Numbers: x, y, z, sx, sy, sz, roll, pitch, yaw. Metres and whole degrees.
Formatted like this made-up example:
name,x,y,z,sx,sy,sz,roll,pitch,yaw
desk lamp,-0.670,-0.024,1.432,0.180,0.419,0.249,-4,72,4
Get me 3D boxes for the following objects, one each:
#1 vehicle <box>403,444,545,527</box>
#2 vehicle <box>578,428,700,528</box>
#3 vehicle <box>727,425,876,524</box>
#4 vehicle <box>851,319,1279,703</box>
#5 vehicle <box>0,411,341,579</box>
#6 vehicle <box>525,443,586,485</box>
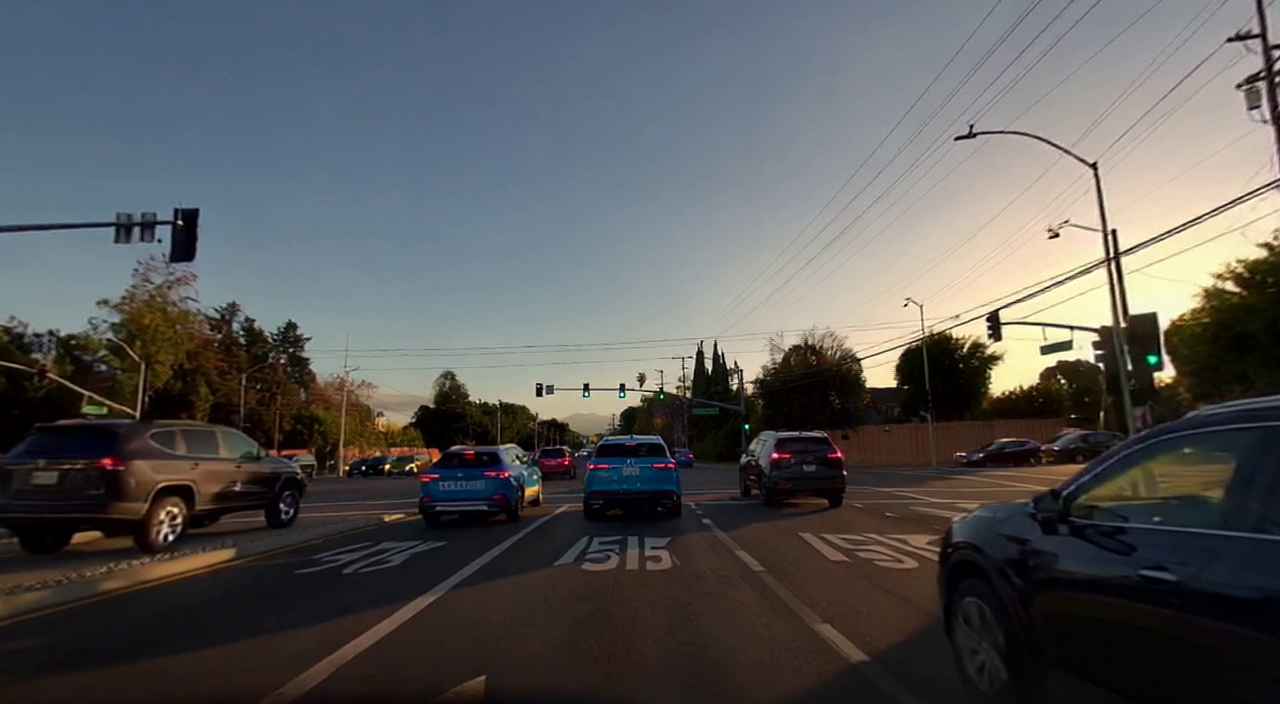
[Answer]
name,x,y,z,sx,sy,sz,roll,pitch,yaw
vehicle,-3.325,2.748,13.664,1.881,1.466,4.484,0,-9,-1
vehicle,-0.024,2.502,13.077,2.111,1.712,4.078,0,-9,0
vehicle,3.286,2.598,13.942,1.999,1.789,4.583,0,-9,-1
vehicle,2.766,0.926,2.895,2.034,1.655,4.465,0,-9,0
vehicle,-6.585,1.909,9.265,2.116,1.812,4.609,0,-9,0
vehicle,-3.538,4.776,27.275,1.939,1.652,4.268,0,-9,1
